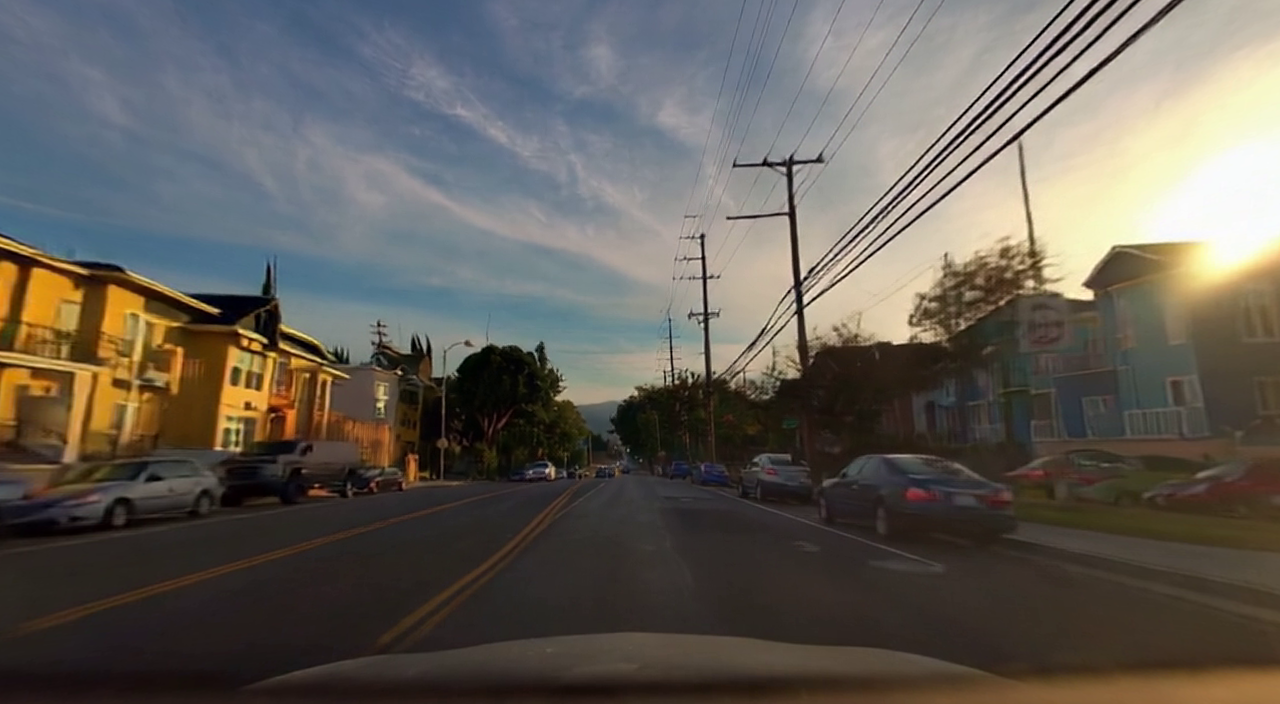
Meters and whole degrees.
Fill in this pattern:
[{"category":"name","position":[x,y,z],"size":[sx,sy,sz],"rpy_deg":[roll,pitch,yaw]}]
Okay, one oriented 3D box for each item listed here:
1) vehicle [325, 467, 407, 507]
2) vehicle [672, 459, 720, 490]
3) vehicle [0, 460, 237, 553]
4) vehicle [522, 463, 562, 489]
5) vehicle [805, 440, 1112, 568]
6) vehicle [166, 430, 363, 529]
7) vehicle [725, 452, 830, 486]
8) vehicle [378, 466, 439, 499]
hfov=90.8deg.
[{"category":"vehicle","position":[-11.551,5.700,26.962],"size":[1.742,1.415,4.566],"rpy_deg":[1,-9,-4]},{"category":"vehicle","position":[3.051,6.814,35.413],"size":[1.917,1.434,4.733],"rpy_deg":[-1,-9,-4]},{"category":"vehicle","position":[-10.849,3.140,13.526],"size":[1.826,1.455,4.475],"rpy_deg":[-2,-9,-5]},{"category":"vehicle","position":[-6.359,8.075,41.411],"size":[2.205,1.480,4.366],"rpy_deg":[0,-9,-3]},{"category":"vehicle","position":[4.486,2.196,10.056],"size":[2.059,1.502,4.824],"rpy_deg":[1,-9,-5]},{"category":"vehicle","position":[-11.112,3.782,19.547],"size":[2.687,2.491,5.936],"rpy_deg":[-1,-9,-3]},{"category":"vehicle","position":[8.554,7.252,39.546],"size":[5.925,1.898,2.475],"rpy_deg":[-5,-10,32]},{"category":"vehicle","position":[-11.877,6.697,32.690],"size":[1.936,1.516,3.647],"rpy_deg":[1,-9,-4]}]
